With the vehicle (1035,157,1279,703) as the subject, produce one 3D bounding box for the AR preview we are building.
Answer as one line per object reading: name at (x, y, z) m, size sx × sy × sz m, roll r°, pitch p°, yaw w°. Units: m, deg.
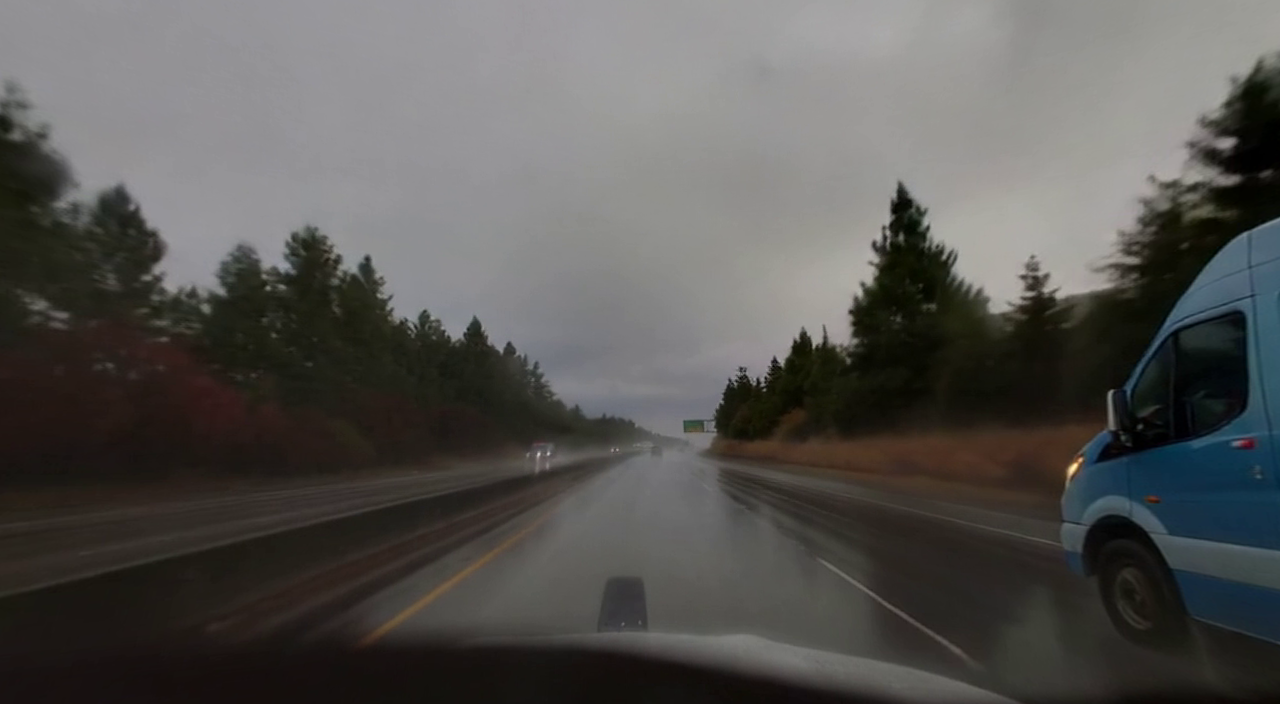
vehicle at (4.044, 0.202, 1.164) m, size 2.522 × 2.556 × 6.180 m, roll 0°, pitch -9°, yaw 0°
